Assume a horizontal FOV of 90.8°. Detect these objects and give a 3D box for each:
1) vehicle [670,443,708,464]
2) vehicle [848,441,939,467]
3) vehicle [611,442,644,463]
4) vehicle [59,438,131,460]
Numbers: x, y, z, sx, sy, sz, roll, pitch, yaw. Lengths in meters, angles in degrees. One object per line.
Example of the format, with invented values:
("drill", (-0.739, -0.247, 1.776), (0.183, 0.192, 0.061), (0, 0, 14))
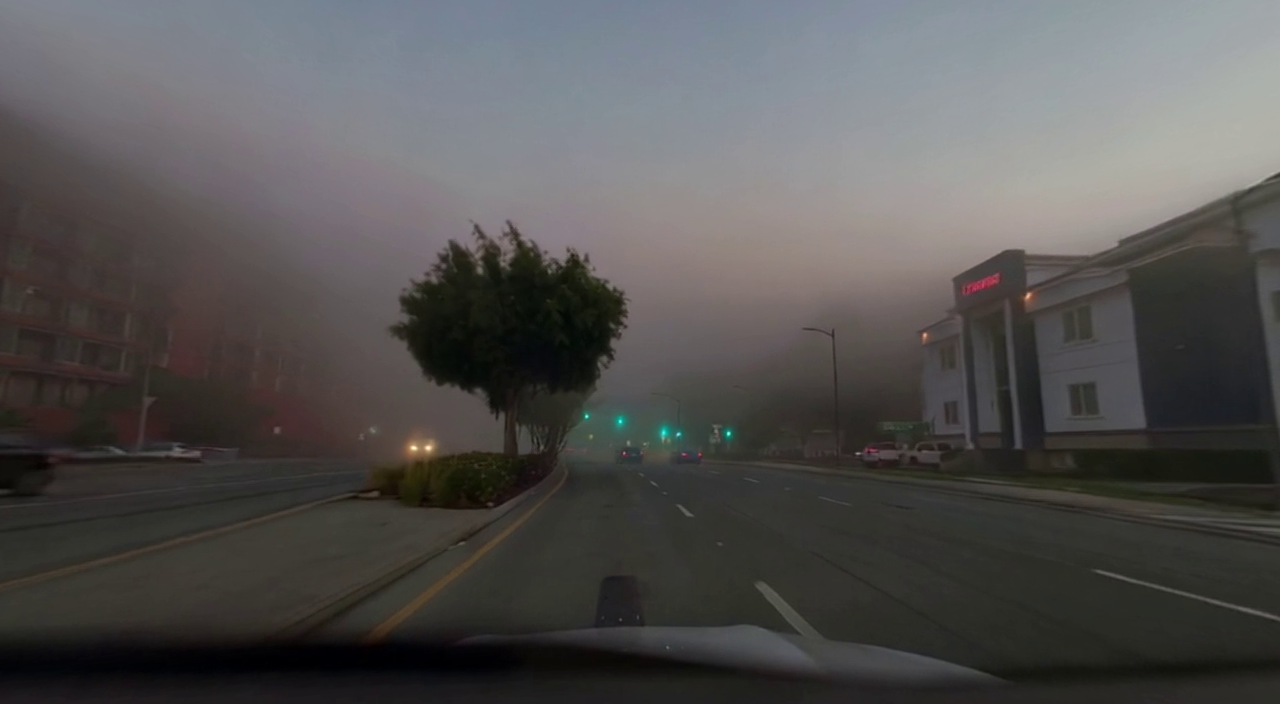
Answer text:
("vehicle", (3.514, 7.437, 46.267), (1.932, 1.439, 4.159), (1, -9, -7))
("vehicle", (15.229, 6.112, 38.049), (4.648, 1.510, 1.891), (1, -9, -5))
("vehicle", (-0.979, 7.642, 48.164), (2.020, 1.479, 4.650), (1, -9, -7))
("vehicle", (-42.409, 7.578, 49.293), (1.869, 1.599, 4.572), (1, -9, -6))
